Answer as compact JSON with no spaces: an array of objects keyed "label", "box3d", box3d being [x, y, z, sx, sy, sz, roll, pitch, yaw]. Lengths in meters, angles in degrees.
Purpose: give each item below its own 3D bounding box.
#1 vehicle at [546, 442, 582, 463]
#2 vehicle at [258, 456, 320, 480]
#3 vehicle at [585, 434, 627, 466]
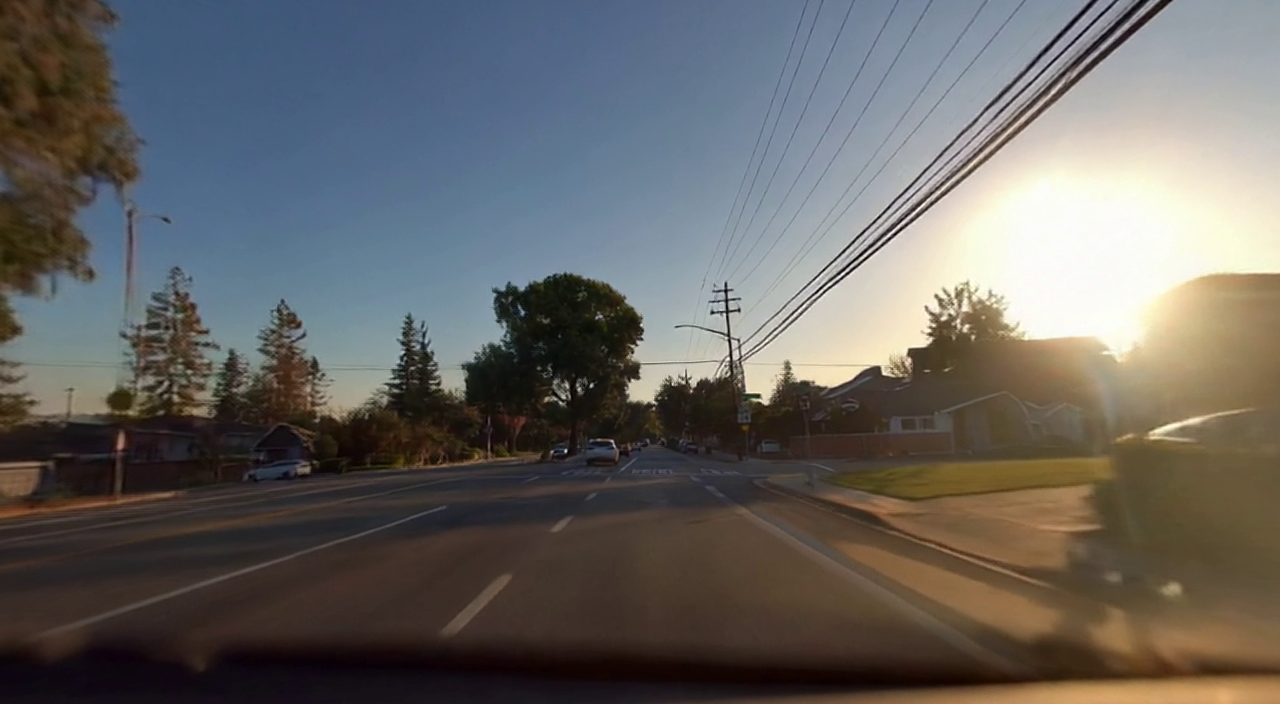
[{"label":"vehicle","box3d":[-5.905,7.853,49.403,2.155,1.533,4.530,0,-9,2]},{"label":"vehicle","box3d":[-26.976,8.900,48.644,1.938,1.725,4.846,0,-9,0]},{"label":"vehicle","box3d":[-2.075,6.220,40.066,2.327,1.861,4.941,0,-9,1]}]
